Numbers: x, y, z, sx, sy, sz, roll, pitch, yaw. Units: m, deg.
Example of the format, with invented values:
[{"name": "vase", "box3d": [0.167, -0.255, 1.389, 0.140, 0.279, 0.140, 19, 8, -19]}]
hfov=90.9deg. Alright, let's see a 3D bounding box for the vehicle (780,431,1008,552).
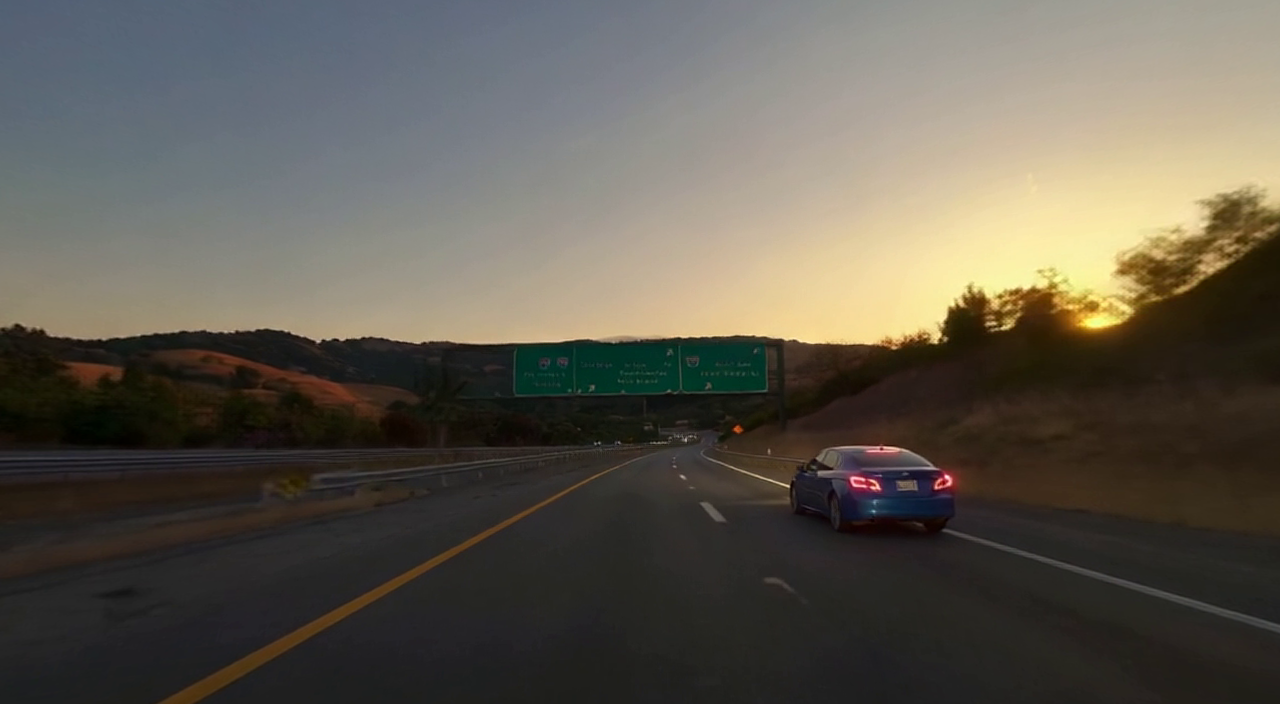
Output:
[{"name": "vehicle", "box3d": [3.690, 2.081, 10.115, 1.997, 1.515, 4.025, 0, -8, 0]}]
